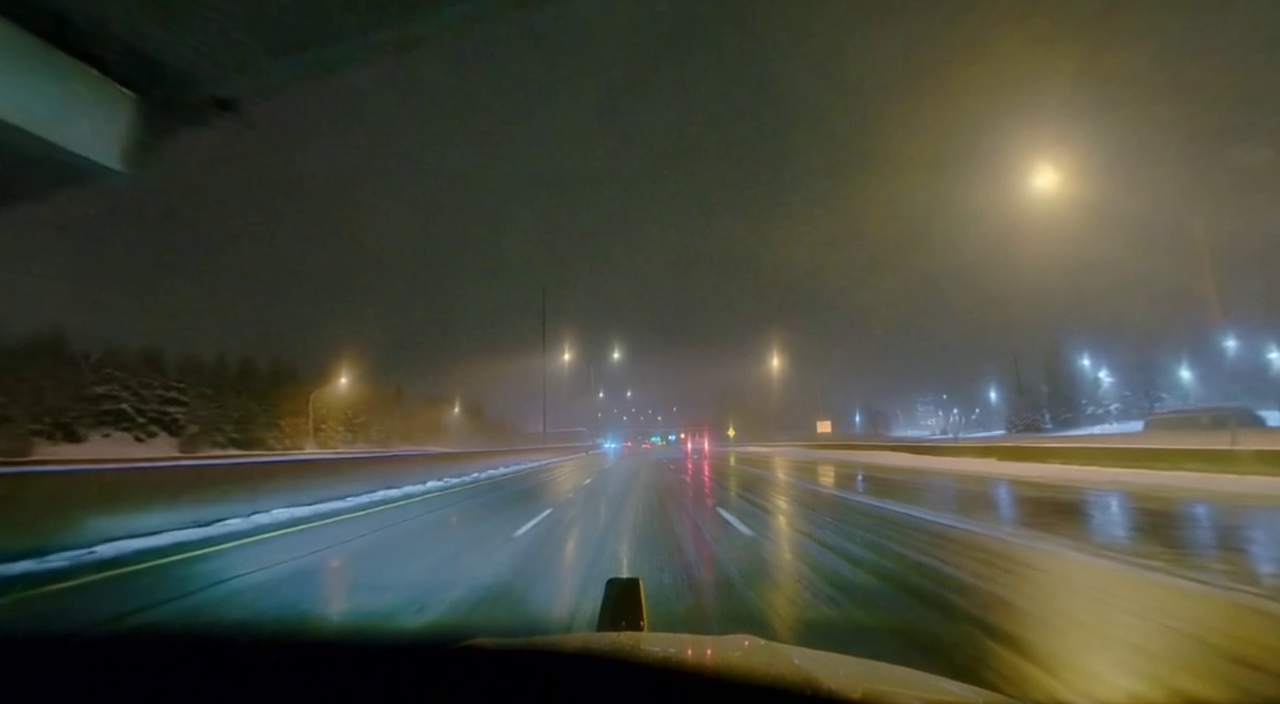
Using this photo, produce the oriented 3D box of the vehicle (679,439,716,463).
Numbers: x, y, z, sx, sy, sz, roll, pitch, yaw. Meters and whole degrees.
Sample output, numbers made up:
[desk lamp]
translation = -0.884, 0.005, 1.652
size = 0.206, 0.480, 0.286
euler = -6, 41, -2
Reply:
[vehicle]
translation = 3.679, 6.443, 41.189
size = 1.949, 1.515, 4.374
euler = 0, -8, -1
